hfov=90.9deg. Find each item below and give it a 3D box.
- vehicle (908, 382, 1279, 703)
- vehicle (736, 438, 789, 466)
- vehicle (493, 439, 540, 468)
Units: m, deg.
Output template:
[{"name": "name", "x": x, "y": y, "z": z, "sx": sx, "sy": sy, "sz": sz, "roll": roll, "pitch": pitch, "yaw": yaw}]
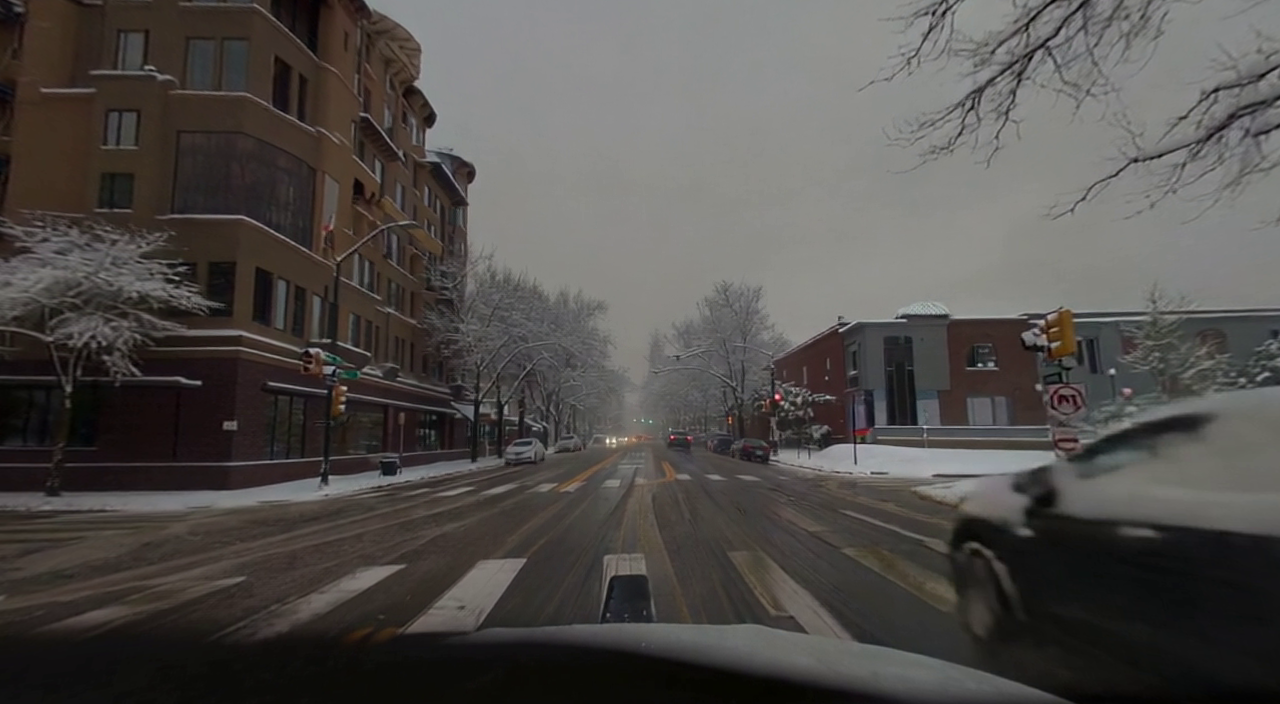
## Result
[{"name": "vehicle", "x": 2.720, "y": 0.865, "z": 1.945, "sx": 2.014, "sy": 1.474, "sz": 4.090, "roll": 0, "pitch": -8, "yaw": 1}, {"name": "vehicle", "x": 6.963, "y": 5.731, "z": 36.282, "sx": 1.997, "sy": 1.510, "sz": 4.455, "roll": 1, "pitch": -8, "yaw": -2}, {"name": "vehicle", "x": -7.247, "y": 5.957, "z": 37.437, "sx": 2.127, "sy": 1.533, "sz": 4.547, "roll": -1, "pitch": -8, "yaw": -3}]
